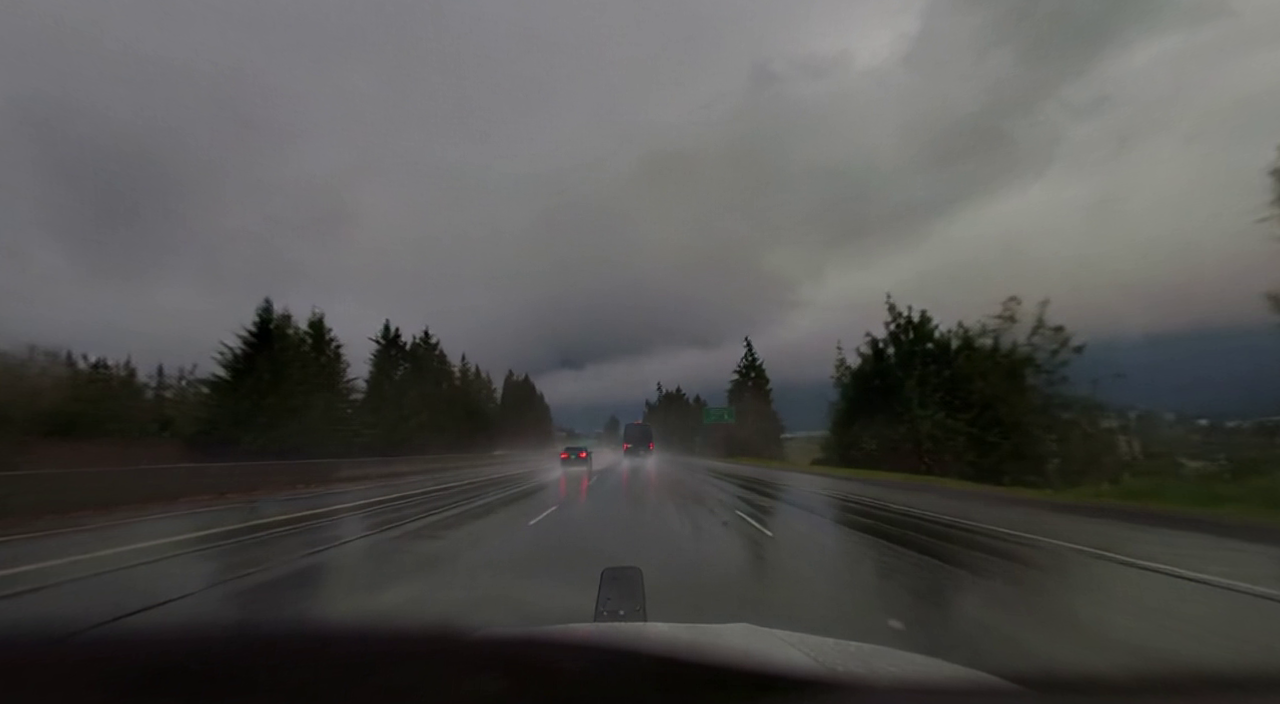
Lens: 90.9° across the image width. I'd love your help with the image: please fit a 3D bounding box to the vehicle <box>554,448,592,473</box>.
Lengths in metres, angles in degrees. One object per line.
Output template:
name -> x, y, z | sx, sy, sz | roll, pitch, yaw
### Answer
vehicle -> -4.224, 6.883, 40.344 | 1.916, 1.506, 4.476 | 0, -9, 0
